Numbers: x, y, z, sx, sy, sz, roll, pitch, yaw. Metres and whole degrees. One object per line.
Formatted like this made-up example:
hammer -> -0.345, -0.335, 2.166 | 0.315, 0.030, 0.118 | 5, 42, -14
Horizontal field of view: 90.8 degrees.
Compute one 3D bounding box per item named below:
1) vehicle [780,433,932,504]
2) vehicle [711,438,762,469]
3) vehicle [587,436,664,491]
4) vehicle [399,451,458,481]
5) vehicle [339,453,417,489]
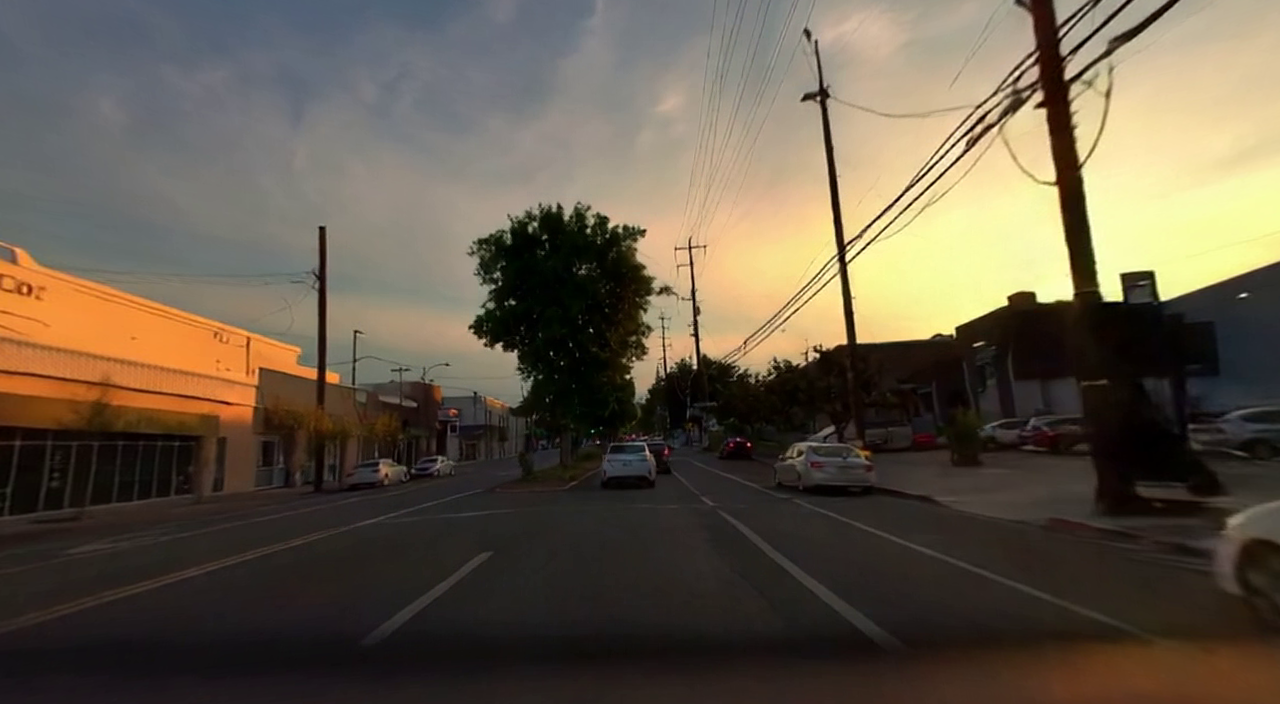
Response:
vehicle -> 5.056, 2.795, 15.606 | 1.987, 1.459, 4.677 | 0, -8, -2
vehicle -> 5.088, 5.438, 33.989 | 1.937, 1.523, 4.541 | 0, -8, -1
vehicle -> -0.422, 3.352, 19.323 | 2.116, 1.479, 3.980 | 0, -8, -1
vehicle -> -11.655, 6.282, 35.075 | 1.817, 1.480, 4.282 | 0, -8, -1
vehicle -> -11.870, 5.391, 28.969 | 1.828, 1.457, 4.371 | 0, -8, -2
